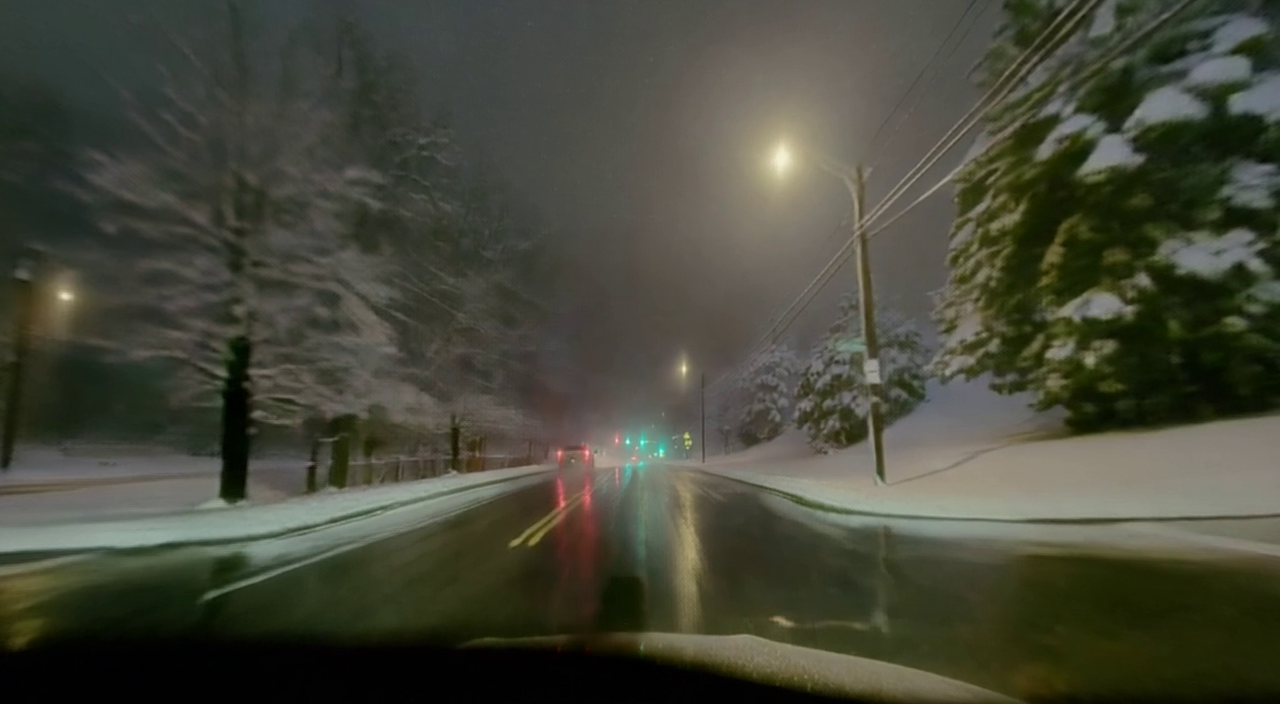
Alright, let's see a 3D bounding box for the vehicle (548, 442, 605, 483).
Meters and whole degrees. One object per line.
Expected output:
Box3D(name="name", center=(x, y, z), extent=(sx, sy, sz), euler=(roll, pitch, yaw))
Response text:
Box3D(name="vehicle", center=(-2.757, 4.891, 28.231), extent=(2.016, 1.694, 4.335), euler=(0, -8, 1))
